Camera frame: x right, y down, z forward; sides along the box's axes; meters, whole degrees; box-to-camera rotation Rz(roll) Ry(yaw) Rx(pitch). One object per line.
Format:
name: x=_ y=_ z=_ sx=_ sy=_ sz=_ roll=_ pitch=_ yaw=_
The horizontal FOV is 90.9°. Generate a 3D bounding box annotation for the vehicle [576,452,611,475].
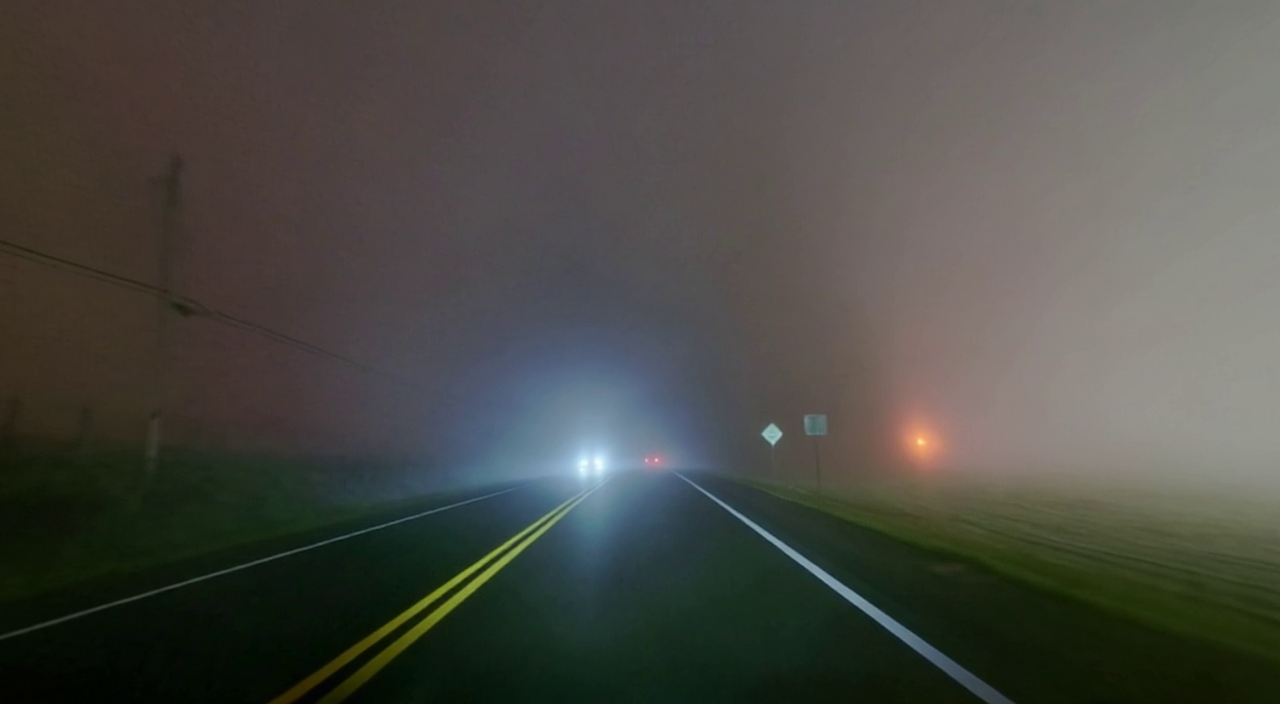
vehicle: x=-3.196 y=7.837 z=44.414 sx=1.937 sy=1.473 sz=4.570 roll=-1 pitch=-8 yaw=2
